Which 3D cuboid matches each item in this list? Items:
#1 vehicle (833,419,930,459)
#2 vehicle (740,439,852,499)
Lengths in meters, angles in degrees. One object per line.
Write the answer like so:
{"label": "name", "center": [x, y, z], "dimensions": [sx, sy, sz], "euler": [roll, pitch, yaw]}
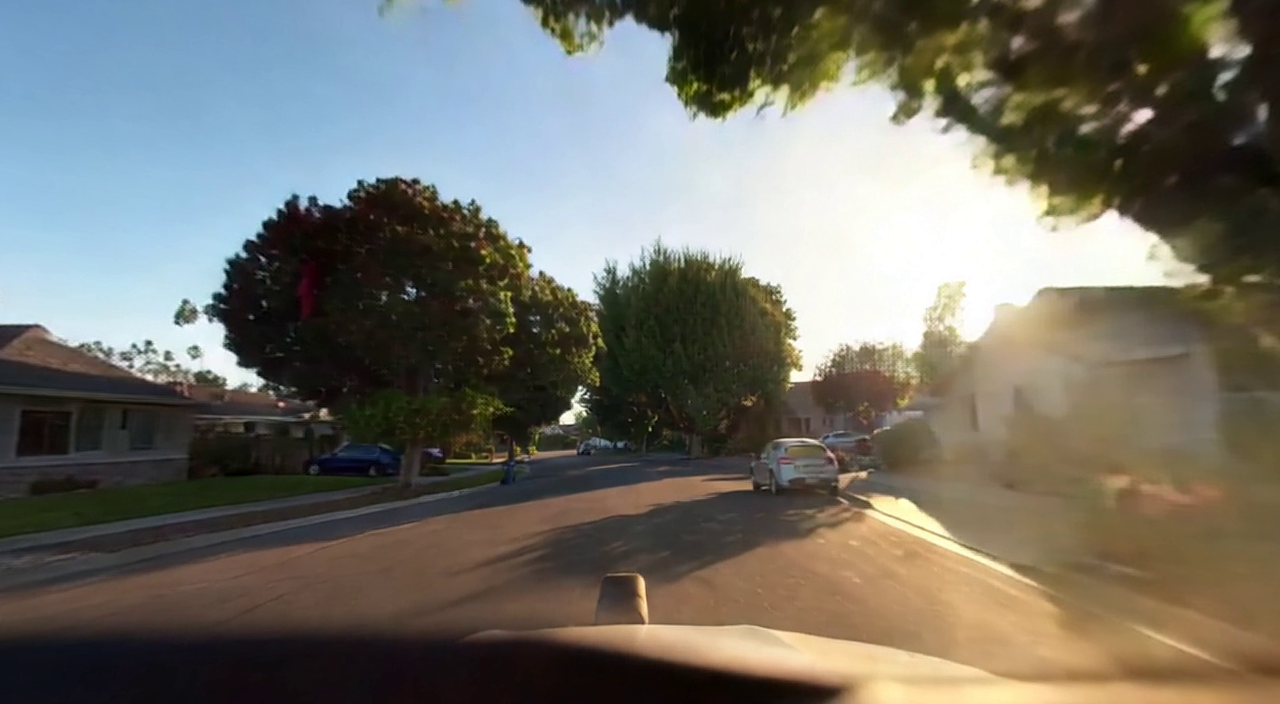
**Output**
{"label": "vehicle", "center": [13.276, 4.813, 34.858], "dimensions": [4.421, 1.703, 1.927], "euler": [-5, -8, -7]}
{"label": "vehicle", "center": [4.456, 3.426, 18.881], "dimensions": [2.088, 1.522, 4.449], "euler": [0, -9, -2]}
